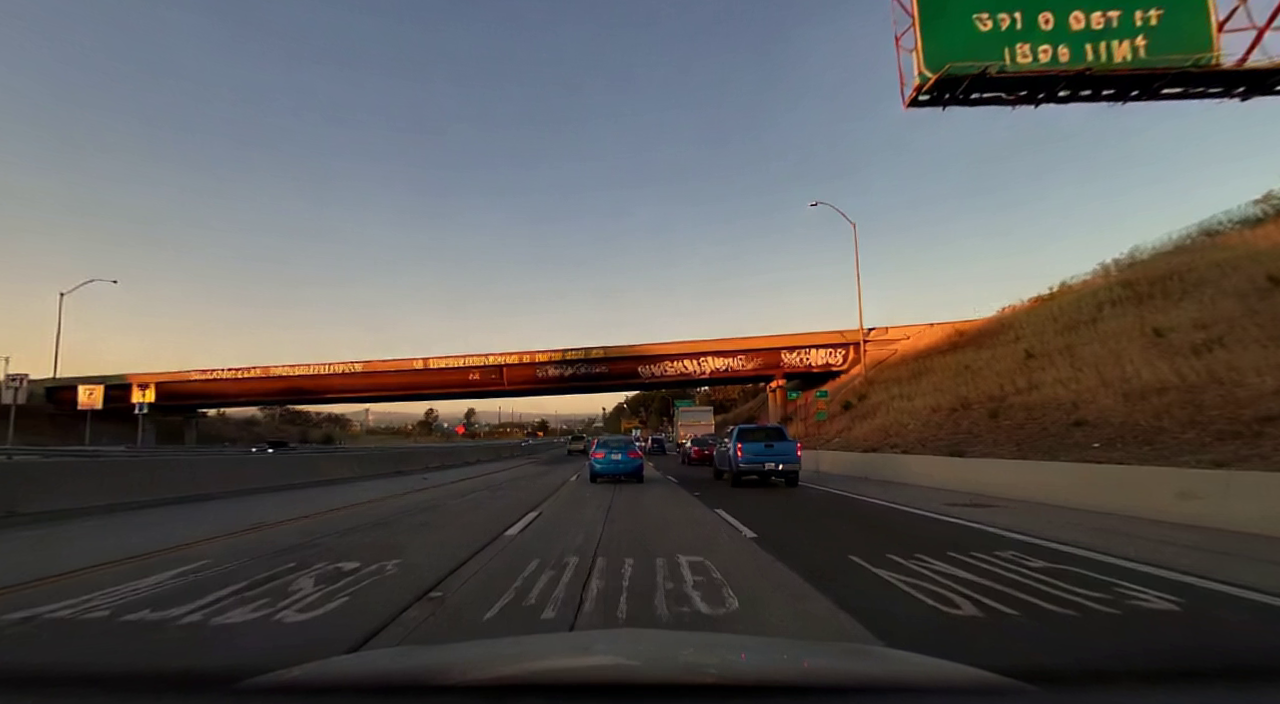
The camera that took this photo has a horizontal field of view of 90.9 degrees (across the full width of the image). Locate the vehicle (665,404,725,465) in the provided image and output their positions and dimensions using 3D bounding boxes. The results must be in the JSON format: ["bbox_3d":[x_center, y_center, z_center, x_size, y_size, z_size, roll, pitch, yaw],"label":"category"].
[{"bbox_3d":[3.288,5.249,39.763,2.873,3.408,7.323,0,-8,-1],"label":"vehicle"}]

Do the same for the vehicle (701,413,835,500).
[{"bbox_3d":[3.154,2.769,17.142,2.311,1.922,5.977,0,-8,-1],"label":"vehicle"}]

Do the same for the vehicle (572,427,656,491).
[{"bbox_3d":[-0.708,3.094,18.502,2.193,1.651,3.946,0,-8,-1],"label":"vehicle"}]
